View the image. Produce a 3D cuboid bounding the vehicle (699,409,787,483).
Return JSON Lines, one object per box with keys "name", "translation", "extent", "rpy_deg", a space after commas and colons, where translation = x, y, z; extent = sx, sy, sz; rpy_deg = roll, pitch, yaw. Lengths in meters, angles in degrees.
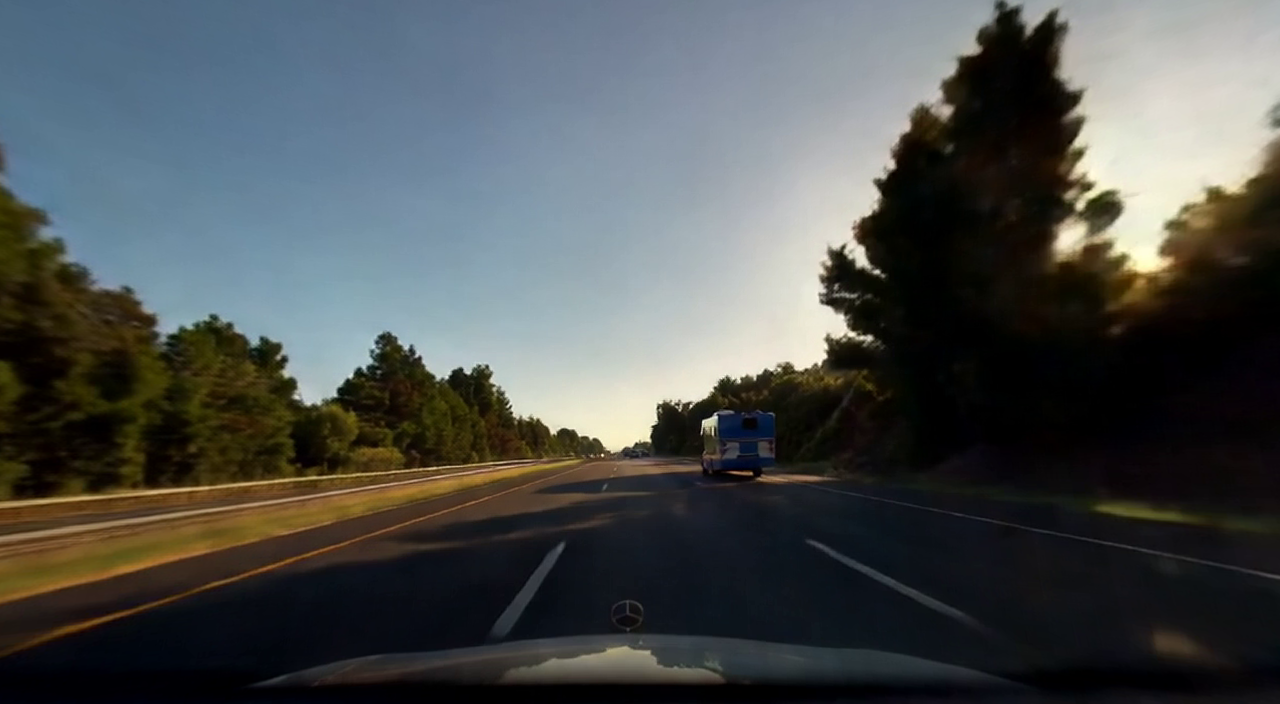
{"name": "vehicle", "translation": [4.218, 4.063, 27.162], "extent": [2.556, 2.763, 6.287], "rpy_deg": [0, -9, -2]}
